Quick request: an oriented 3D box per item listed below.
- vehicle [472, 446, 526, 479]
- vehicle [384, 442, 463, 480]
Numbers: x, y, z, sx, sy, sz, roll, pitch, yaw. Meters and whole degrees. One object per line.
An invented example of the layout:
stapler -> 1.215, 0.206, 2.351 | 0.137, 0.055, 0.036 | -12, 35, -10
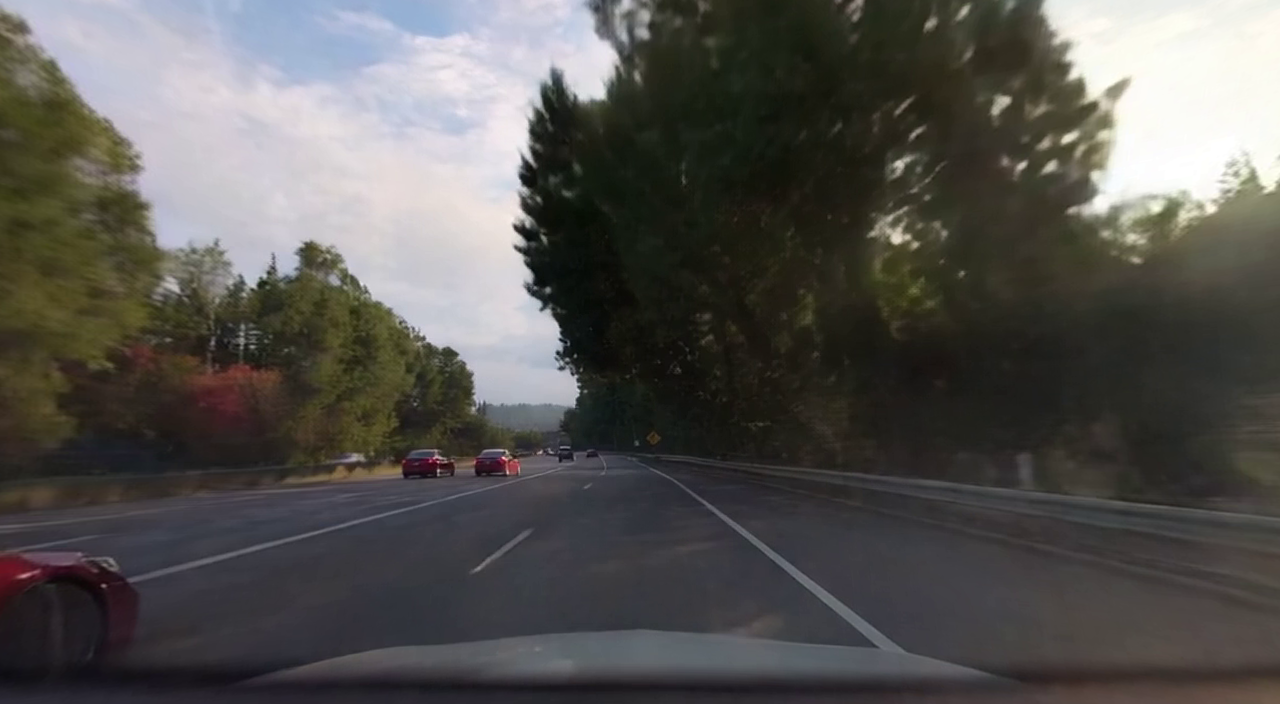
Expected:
vehicle -> -7.576, 5.965, 34.252 | 2.060, 1.680, 4.255 | 0, -9, -1
vehicle -> -11.845, 6.012, 34.975 | 2.425, 1.926, 5.584 | 0, -9, -1
